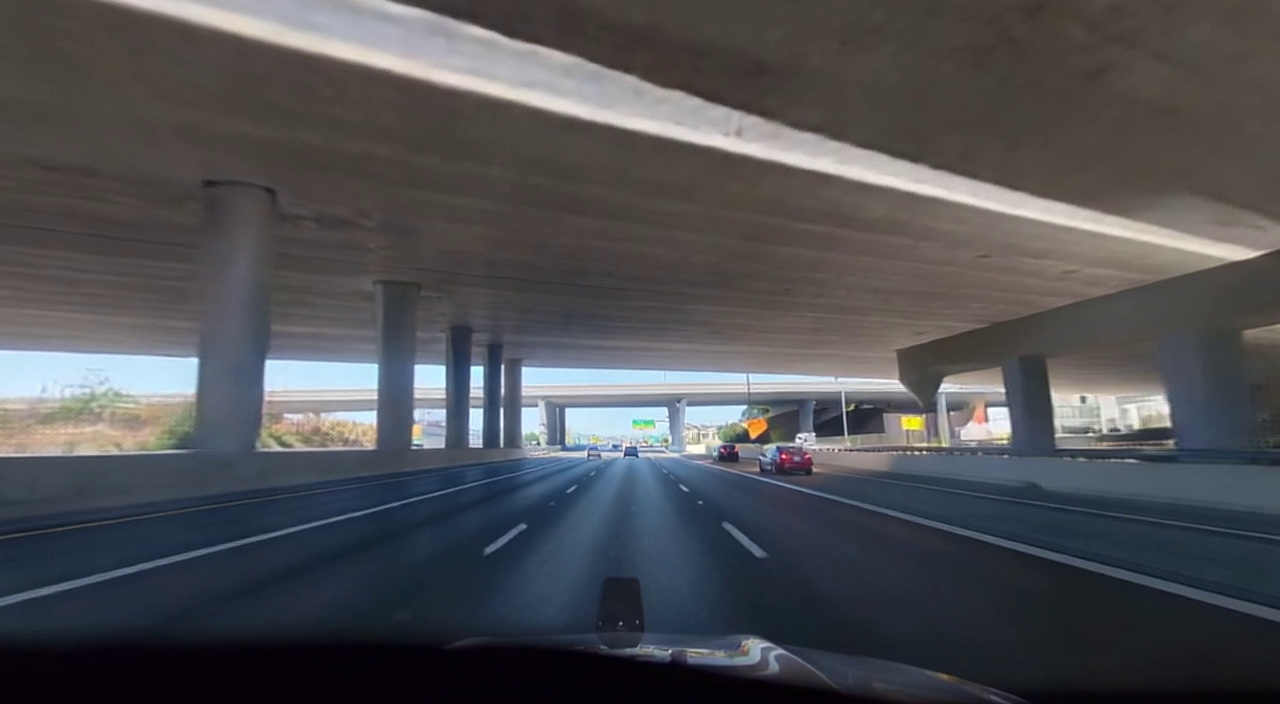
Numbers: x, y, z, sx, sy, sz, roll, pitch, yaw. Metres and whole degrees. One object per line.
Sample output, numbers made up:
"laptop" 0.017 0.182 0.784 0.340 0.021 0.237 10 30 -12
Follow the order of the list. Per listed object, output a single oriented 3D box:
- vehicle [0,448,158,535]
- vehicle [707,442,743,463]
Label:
"vehicle" -11.296 2.436 11.386 1.861 1.373 4.211 0 -8 0
"vehicle" 6.626 7.914 49.809 2.075 1.611 4.421 0 -8 -2
